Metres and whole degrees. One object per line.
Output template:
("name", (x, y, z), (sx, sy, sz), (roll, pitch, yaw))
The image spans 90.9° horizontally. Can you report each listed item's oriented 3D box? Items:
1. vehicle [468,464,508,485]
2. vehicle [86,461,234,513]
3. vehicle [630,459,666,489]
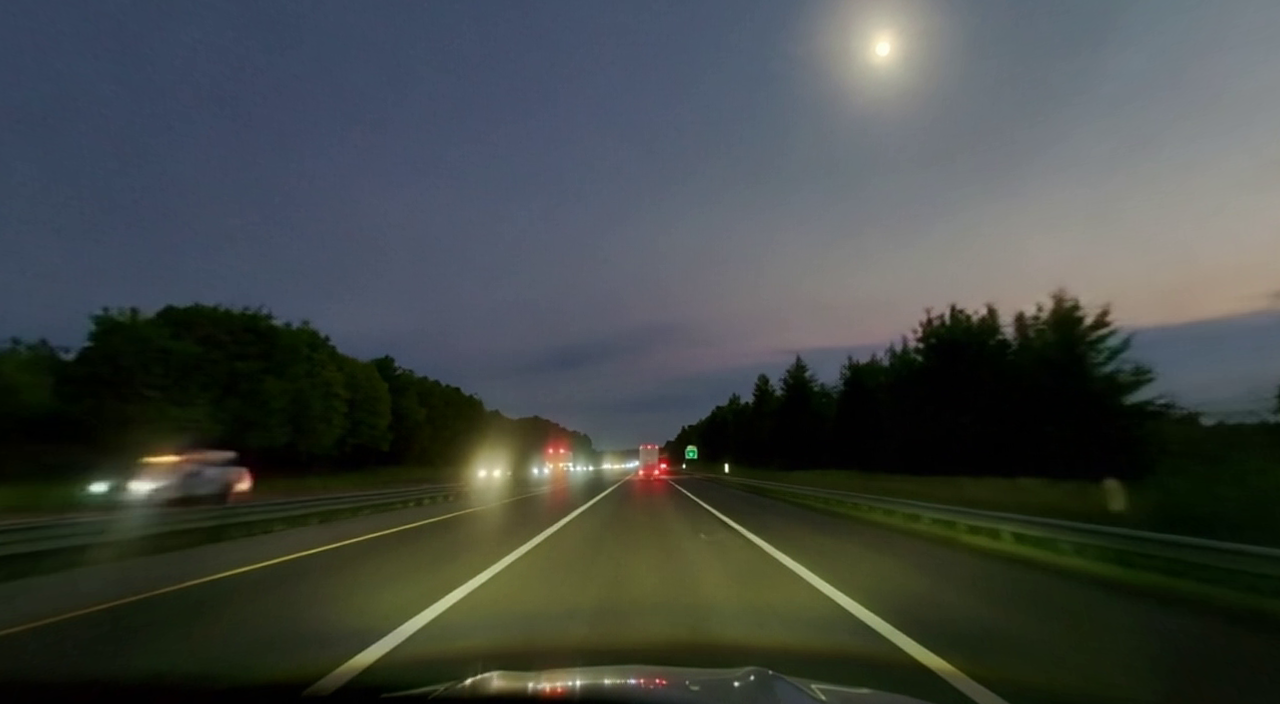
("vehicle", (-11.023, 8.921, 45.954), (1.798, 1.447, 4.131), (0, -10, 1))
("vehicle", (-15.997, 4.500, 21.298), (1.823, 1.554, 3.847), (0, -10, 1))
("vehicle", (0.477, 7.422, 38.381), (2.048, 1.663, 4.377), (1, -10, 0))
